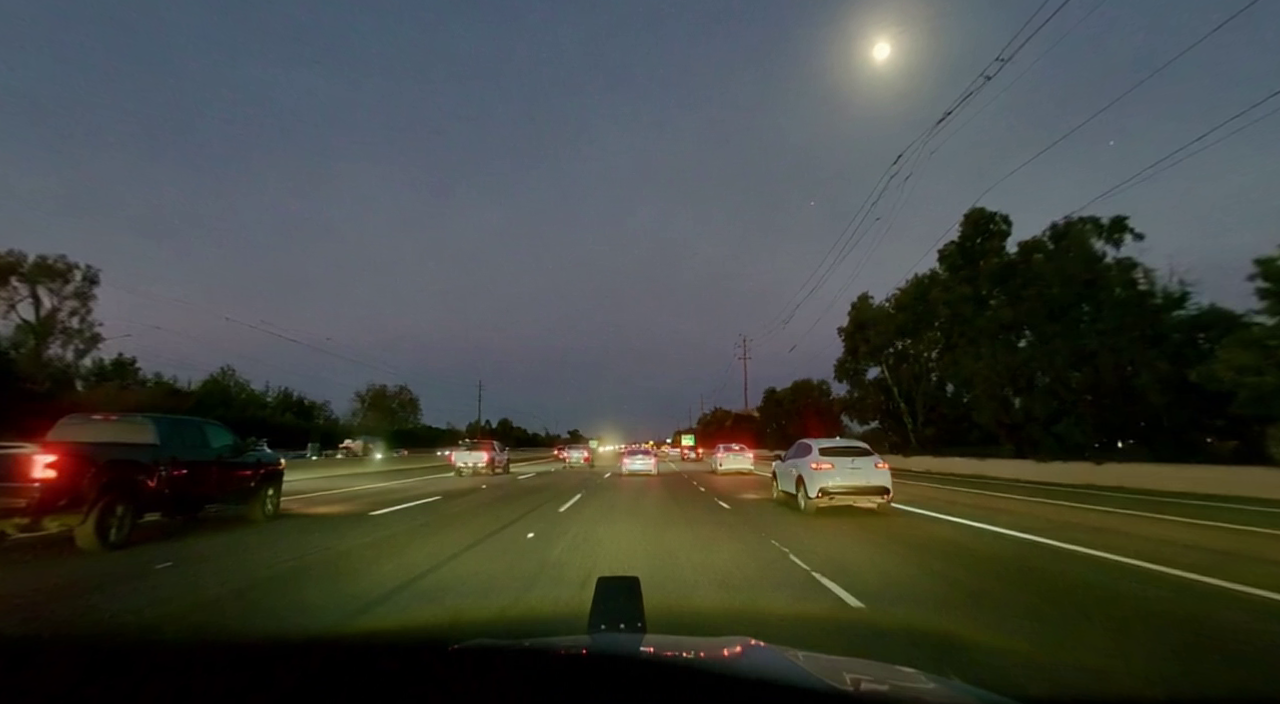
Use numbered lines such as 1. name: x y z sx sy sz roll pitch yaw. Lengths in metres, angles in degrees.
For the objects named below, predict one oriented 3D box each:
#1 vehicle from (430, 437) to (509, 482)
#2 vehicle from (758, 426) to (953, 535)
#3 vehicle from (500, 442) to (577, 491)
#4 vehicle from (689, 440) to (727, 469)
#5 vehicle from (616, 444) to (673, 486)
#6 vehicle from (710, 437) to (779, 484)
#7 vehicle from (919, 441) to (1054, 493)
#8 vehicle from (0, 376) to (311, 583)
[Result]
1. vehicle: -6.912 4.399 26.078 1.978 1.680 4.263 0 -9 1
2. vehicle: 3.626 2.245 11.623 2.051 1.595 4.301 0 -9 0
3. vehicle: -3.347 3.871 21.717 1.904 1.479 4.274 0 -9 1
4. vehicle: 4.517 6.912 42.682 2.195 1.778 4.455 0 -9 1
5. vehicle: 0.167 4.233 23.989 1.966 1.444 3.986 0 -9 1
6. vehicle: 4.067 4.291 25.282 2.002 1.691 4.290 0 -9 0
7. vehicle: 11.080 3.680 20.605 1.816 1.480 4.468 0 -9 0
8. vehicle: -7.119 1.573 8.399 2.269 1.936 5.777 0 -9 1
